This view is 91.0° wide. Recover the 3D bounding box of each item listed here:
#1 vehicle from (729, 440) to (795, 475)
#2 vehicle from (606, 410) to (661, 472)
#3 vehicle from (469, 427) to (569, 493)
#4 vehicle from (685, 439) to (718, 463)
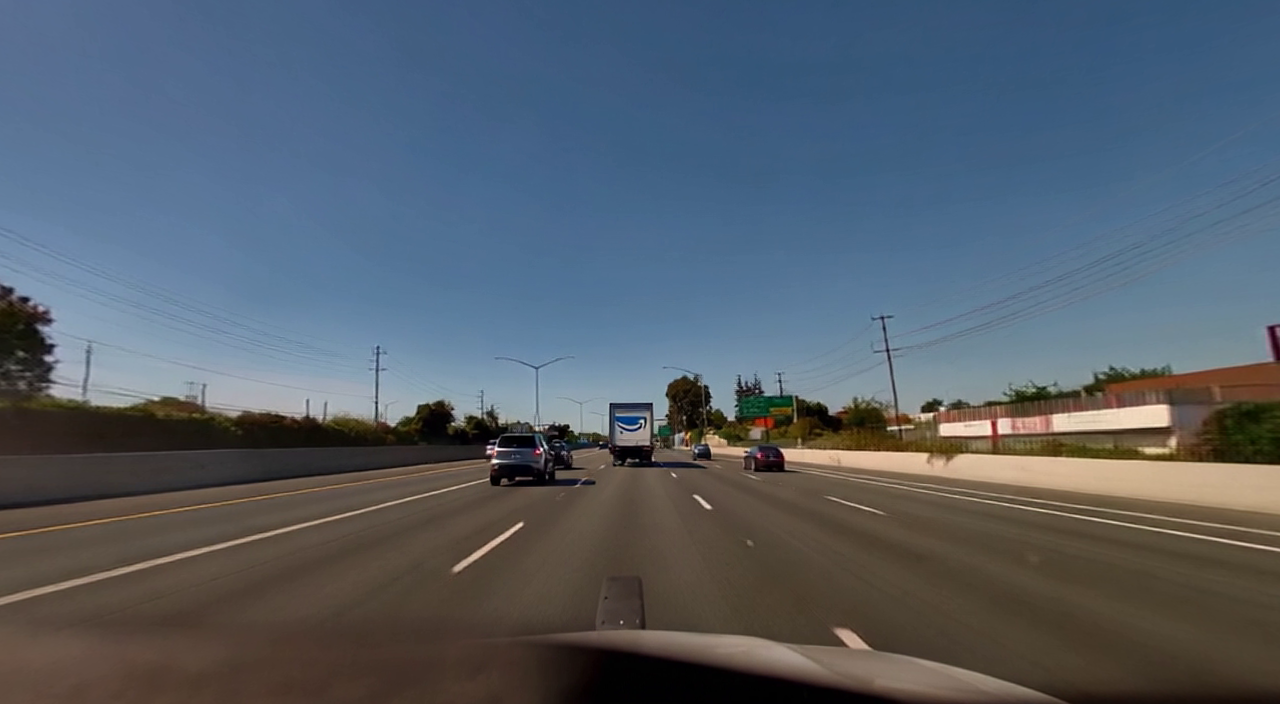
[{"bbox_3d":[5.572,4.886,29.387,1.970,1.499,4.491,1,-9,-3],"label":"vehicle"},{"bbox_3d":[-0.301,4.428,31.159,2.456,2.705,6.251,1,-9,0],"label":"vehicle"},{"bbox_3d":[-3.435,3.166,18.741,2.095,1.688,4.188,0,-9,1],"label":"vehicle"},{"bbox_3d":[4.537,7.349,46.690,2.067,1.654,3.985,0,-9,0],"label":"vehicle"}]
